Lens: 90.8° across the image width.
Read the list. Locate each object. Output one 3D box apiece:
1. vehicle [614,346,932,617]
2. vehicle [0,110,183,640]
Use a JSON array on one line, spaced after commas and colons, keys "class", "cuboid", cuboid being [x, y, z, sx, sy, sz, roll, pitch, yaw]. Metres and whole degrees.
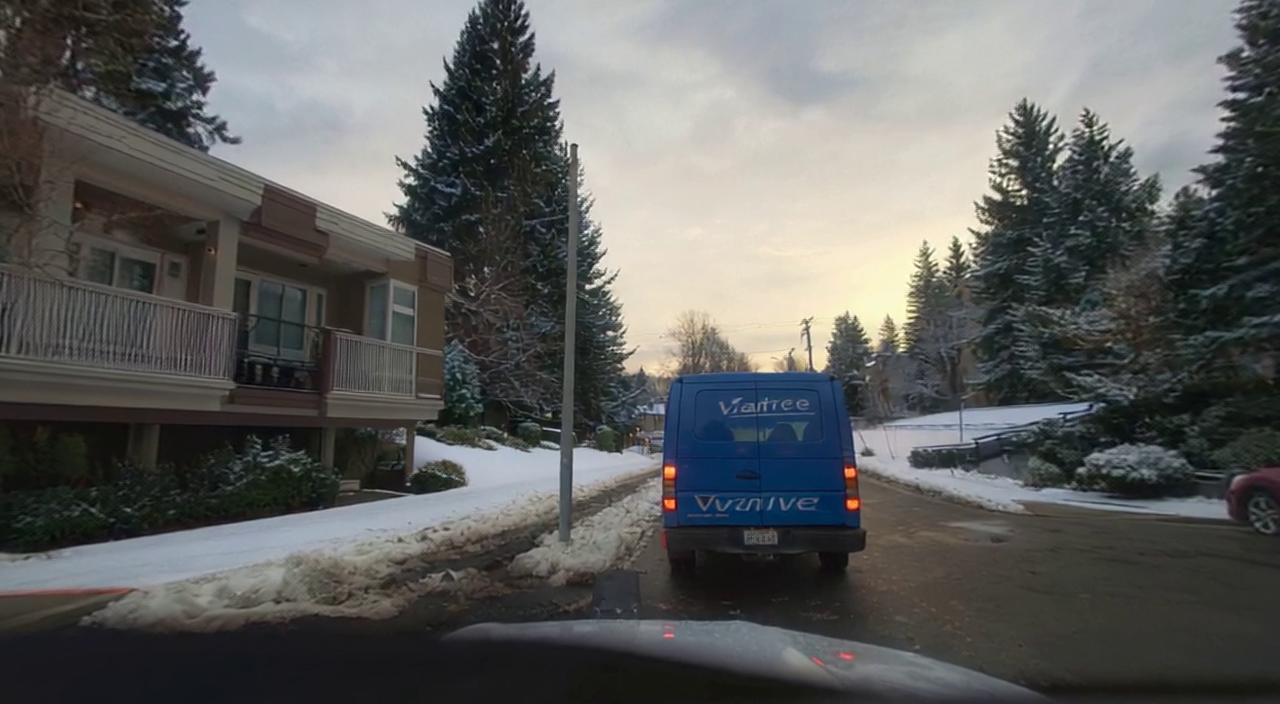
[{"class": "vehicle", "cuboid": [1.235, 1.433, 7.919, 2.418, 2.078, 5.866, -1, -9, 5]}, {"class": "vehicle", "cuboid": [-6.628, -0.411, 0.723, 2.998, 3.659, 10.517, -2, -9, 10]}]
